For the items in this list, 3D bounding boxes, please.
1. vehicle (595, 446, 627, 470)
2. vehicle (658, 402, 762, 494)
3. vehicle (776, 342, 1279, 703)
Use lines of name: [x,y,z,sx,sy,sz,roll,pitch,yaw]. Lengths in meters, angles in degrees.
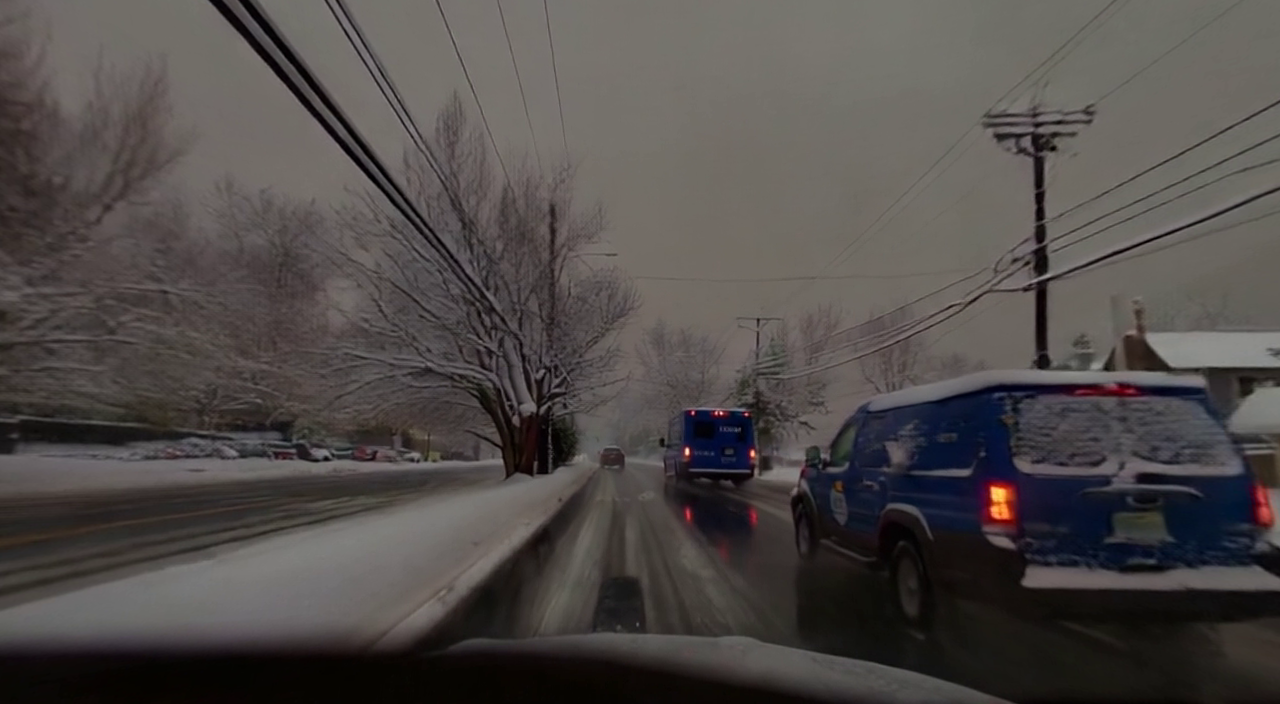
vehicle: [-2.257,8.070,48.146,2.114,1.707,3.725,1,-8,-7]
vehicle: [2.138,3.209,21.368,2.406,2.687,5.521,1,-8,-5]
vehicle: [2.954,1.239,5.628,2.194,1.922,4.822,0,-8,-3]
